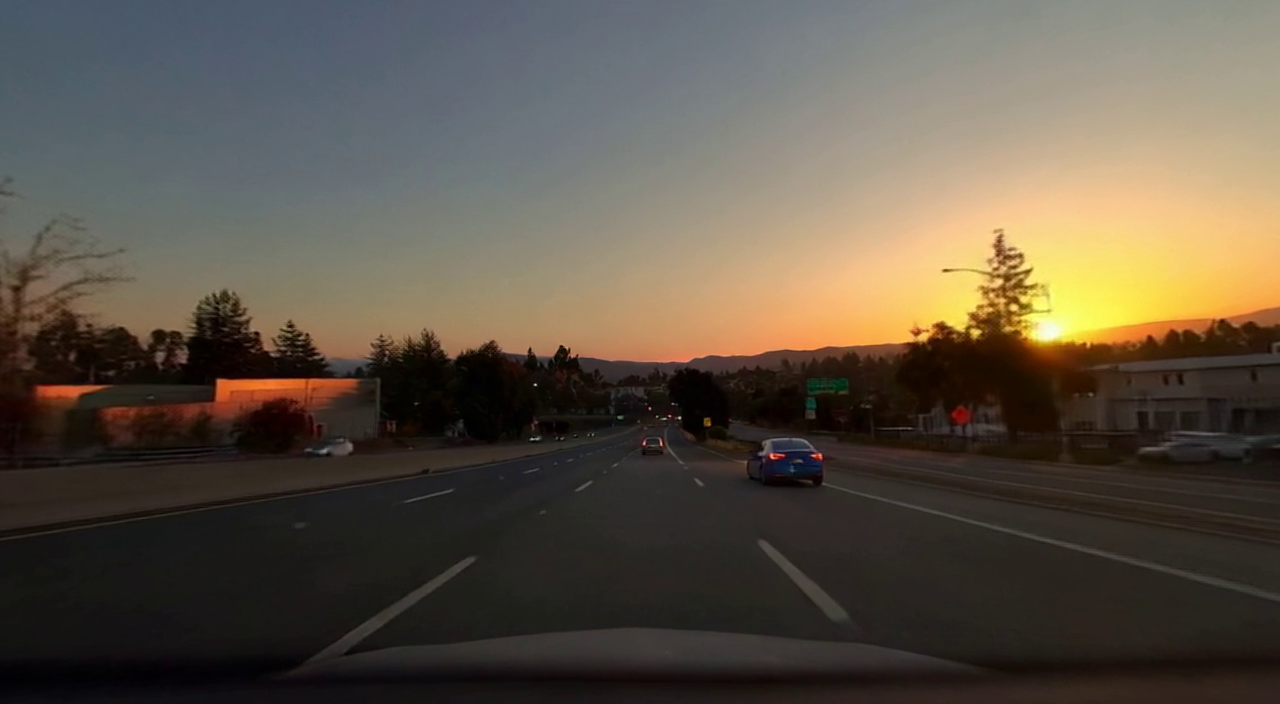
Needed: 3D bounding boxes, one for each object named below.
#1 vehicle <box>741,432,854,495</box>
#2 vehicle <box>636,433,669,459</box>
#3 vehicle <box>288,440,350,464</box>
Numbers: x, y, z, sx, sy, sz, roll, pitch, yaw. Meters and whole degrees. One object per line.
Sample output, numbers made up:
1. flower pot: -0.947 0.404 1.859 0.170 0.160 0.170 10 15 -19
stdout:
1. vehicle: 4.252 3.095 17.902 2.029 1.528 4.644 0 -9 0
2. vehicle: 0.855 6.582 44.074 2.127 1.692 4.382 0 -9 1
3. vehicle: -23.881 7.449 47.207 1.937 1.623 4.882 0 -9 2
